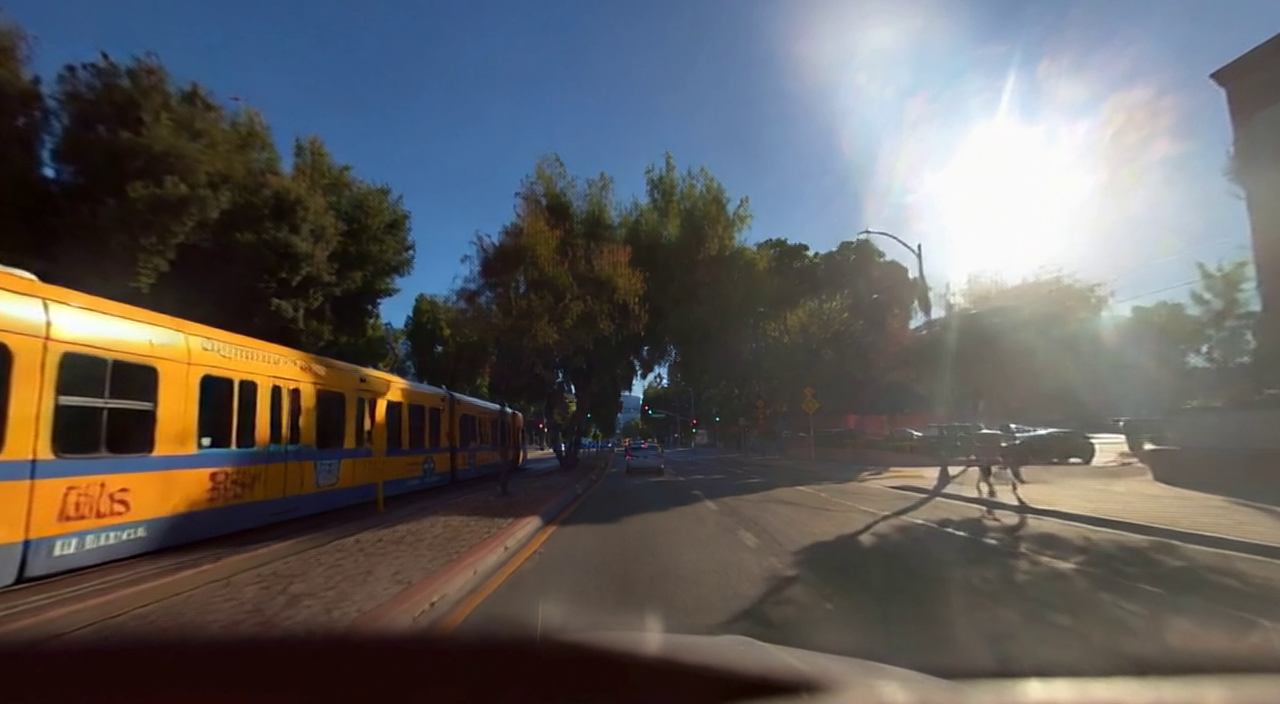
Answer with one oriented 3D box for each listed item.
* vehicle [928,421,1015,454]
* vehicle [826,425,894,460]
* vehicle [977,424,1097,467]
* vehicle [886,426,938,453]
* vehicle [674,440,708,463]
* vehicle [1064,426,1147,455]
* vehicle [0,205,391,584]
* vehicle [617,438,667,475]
[{"bbox_3d":[19.435,5.101,37.420,2.159,1.817,5.675,0,-8,1],"label":"vehicle"},{"bbox_3d":[13.226,5.507,38.387,2.145,1.911,5.581,0,-8,0],"label":"vehicle"},{"bbox_3d":[15.332,3.642,24.743,1.780,1.498,4.611,0,-8,1],"label":"vehicle"},{"bbox_3d":[19.699,6.370,46.010,1.914,1.823,4.334,0,-8,2],"label":"vehicle"},{"bbox_3d":[3.378,6.727,42.717,1.944,1.447,4.392,0,-8,0],"label":"vehicle"},{"bbox_3d":[26.828,5.059,36.566,1.809,1.455,3.959,-3,-6,2],"label":"vehicle"},{"bbox_3d":[-7.750,0.759,9.087,2.897,3.700,13.528,0,-7,0],"label":"vehicle"},{"bbox_3d":[0.076,4.556,27.782,2.002,1.471,4.337,0,-8,0],"label":"vehicle"}]
